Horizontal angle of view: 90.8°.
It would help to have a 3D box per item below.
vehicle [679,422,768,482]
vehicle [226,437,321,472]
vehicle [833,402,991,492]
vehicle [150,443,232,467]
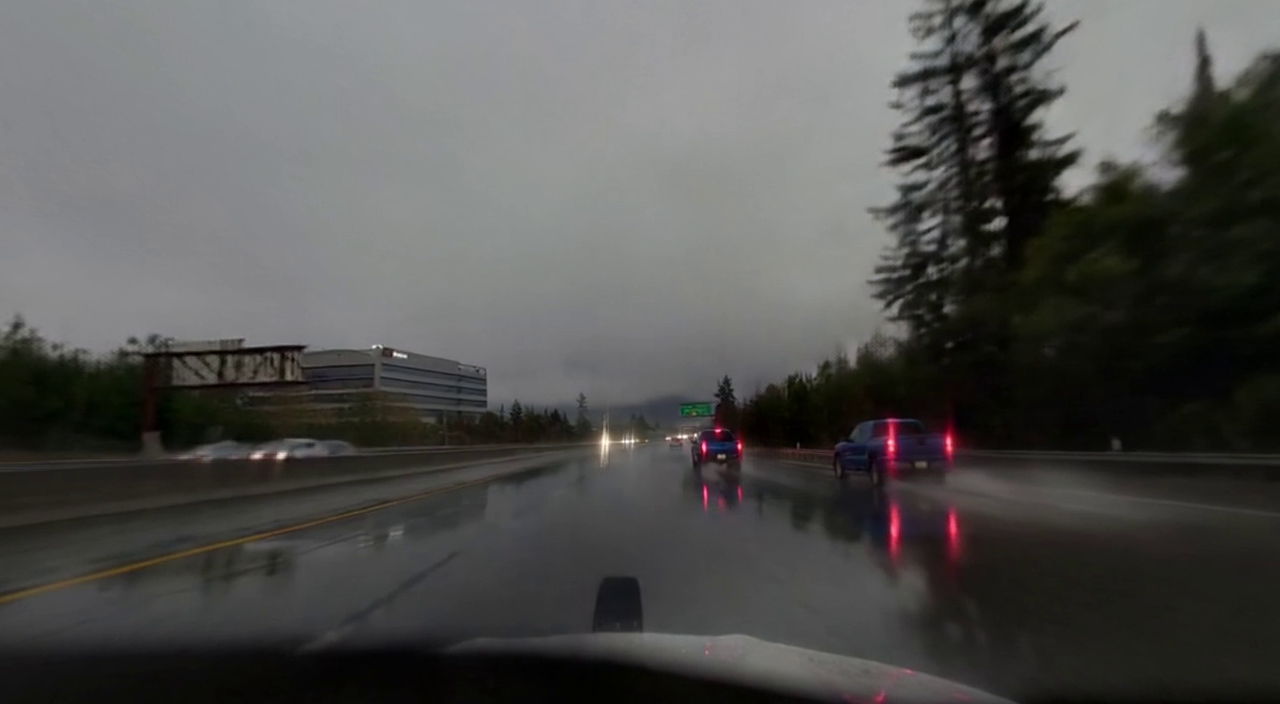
[{"bbox_3d":[2.920,3.677,23.376,2.462,1.984,4.718,0,-9,-2],"label":"vehicle"},{"bbox_3d":[-19.273,5.415,33.519,2.108,1.729,4.754,0,-9,0],"label":"vehicle"},{"bbox_3d":[7.750,2.813,18.796,2.158,2.268,5.396,0,-9,-1],"label":"vehicle"},{"bbox_3d":[-29.539,6.805,41.764,1.834,1.479,4.581,-1,-9,4],"label":"vehicle"}]
